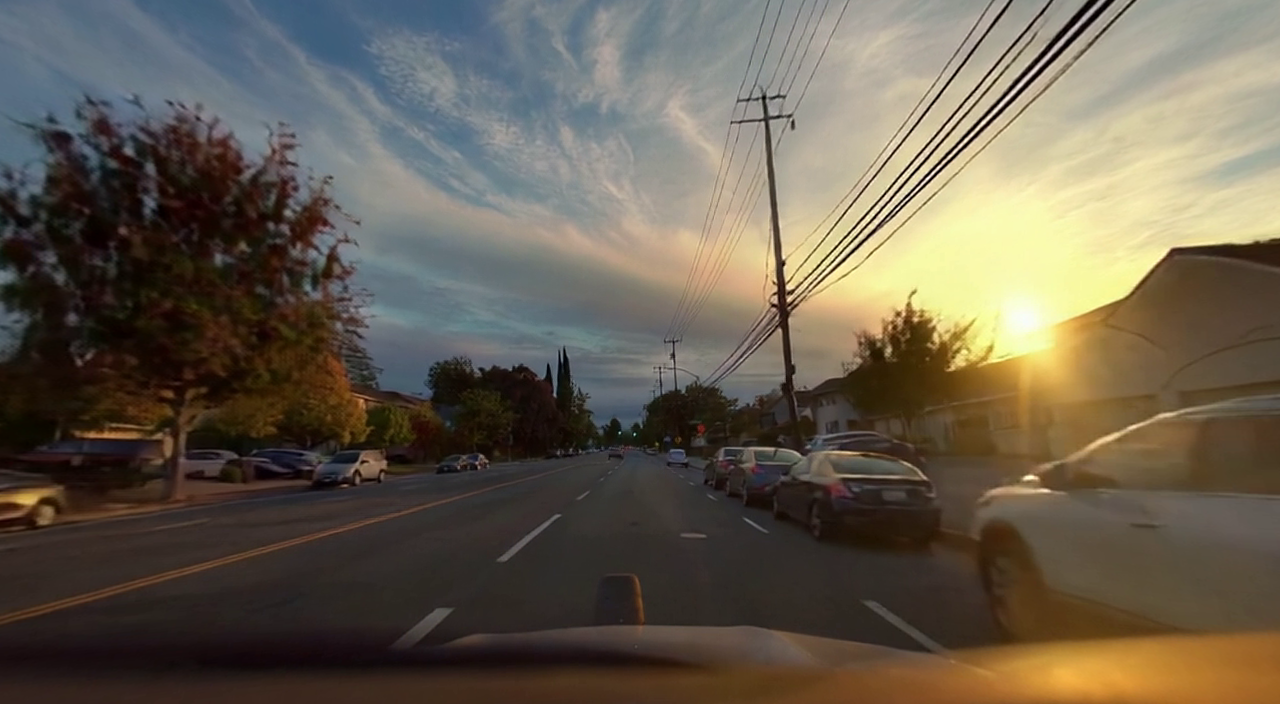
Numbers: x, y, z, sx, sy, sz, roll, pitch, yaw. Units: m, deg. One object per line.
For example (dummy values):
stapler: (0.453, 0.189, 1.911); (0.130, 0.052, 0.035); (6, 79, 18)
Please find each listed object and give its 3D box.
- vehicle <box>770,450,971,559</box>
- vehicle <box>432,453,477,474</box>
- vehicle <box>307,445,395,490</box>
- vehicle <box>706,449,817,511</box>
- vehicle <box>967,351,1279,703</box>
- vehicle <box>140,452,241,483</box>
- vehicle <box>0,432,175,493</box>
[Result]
vehicle: (3.509, 2.357, 10.661); (1.818, 1.400, 4.640); (0, -9, 3)
vehicle: (-14.056, 8.458, 48.110); (2.011, 1.480, 4.644); (0, -9, 0)
vehicle: (-13.672, 5.452, 30.244); (2.137, 1.852, 4.541); (-2, -8, 0)
vehicle: (3.049, 3.320, 16.957); (1.866, 1.414, 4.604); (1, -9, -3)
vehicle: (3.482, 0.871, 2.361); (2.045, 1.746, 4.564); (0, -9, 0)
vehicle: (-22.116, 5.685, 31.190); (3.692, 1.441, 1.625); (0, -9, -2)
vehicle: (-21.906, 4.352, 24.861); (5.504, 2.069, 2.216); (-2, -9, 2)
